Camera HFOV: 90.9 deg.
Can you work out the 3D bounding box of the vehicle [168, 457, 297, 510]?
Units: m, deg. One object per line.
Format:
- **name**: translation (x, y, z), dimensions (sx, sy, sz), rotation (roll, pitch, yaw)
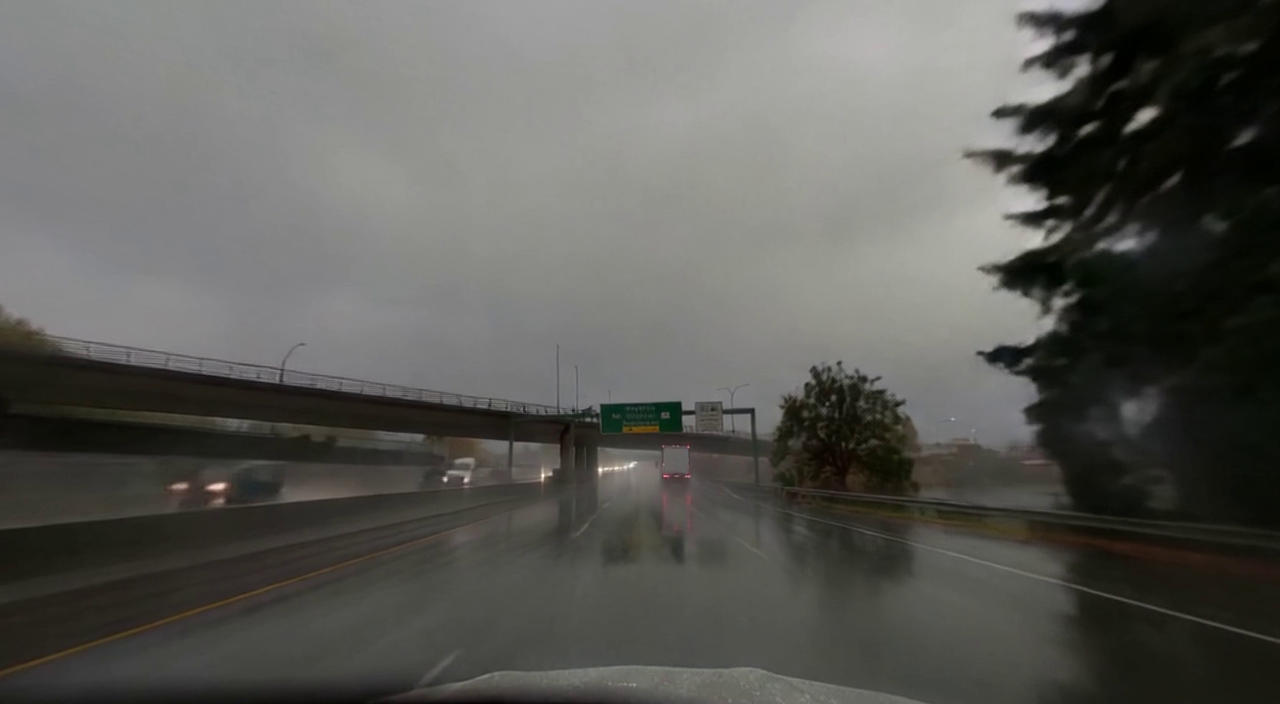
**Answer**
- **vehicle**: translation (-16.895, 5.462, 26.509), dimensions (2.129, 1.947, 4.811), rotation (1, -10, 0)
